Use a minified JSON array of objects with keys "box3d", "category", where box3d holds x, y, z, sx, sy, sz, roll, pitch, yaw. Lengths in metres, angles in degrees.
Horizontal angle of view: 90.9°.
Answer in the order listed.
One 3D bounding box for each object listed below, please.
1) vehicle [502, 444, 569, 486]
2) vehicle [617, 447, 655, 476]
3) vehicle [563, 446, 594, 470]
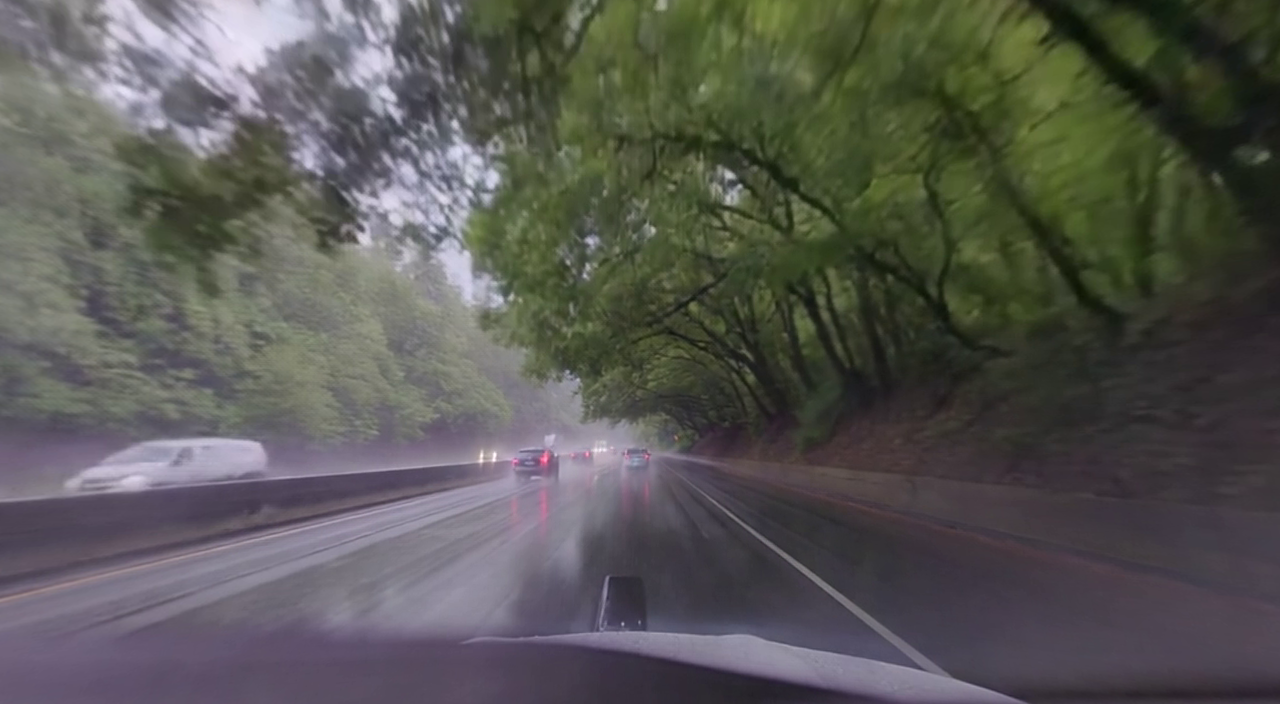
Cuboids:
[{"box3d":[-4.134,4.541,25.584,1.978,1.538,3.755,0,-9,1],"category":"vehicle"},{"box3d":[-0.216,6.095,35.283,2.001,1.490,3.914,0,-9,0],"category":"vehicle"},{"box3d":[-4.504,7.780,46.366,1.834,1.615,3.624,0,-9,1],"category":"vehicle"}]
